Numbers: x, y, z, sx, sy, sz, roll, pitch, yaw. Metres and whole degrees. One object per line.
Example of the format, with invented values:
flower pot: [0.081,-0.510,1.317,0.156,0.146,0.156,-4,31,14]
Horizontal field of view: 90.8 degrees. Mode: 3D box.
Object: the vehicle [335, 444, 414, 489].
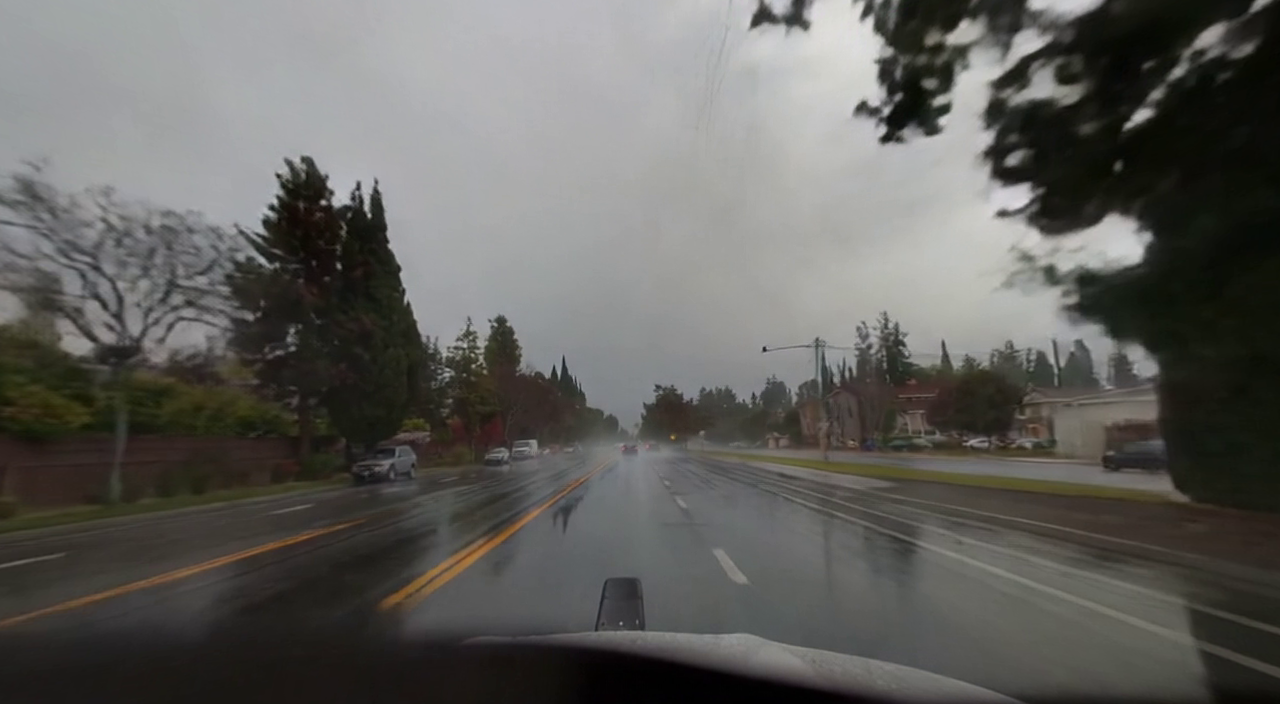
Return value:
vehicle: [-12.342,5.305,29.690,2.000,1.821,4.314,-2,-8,-3]
